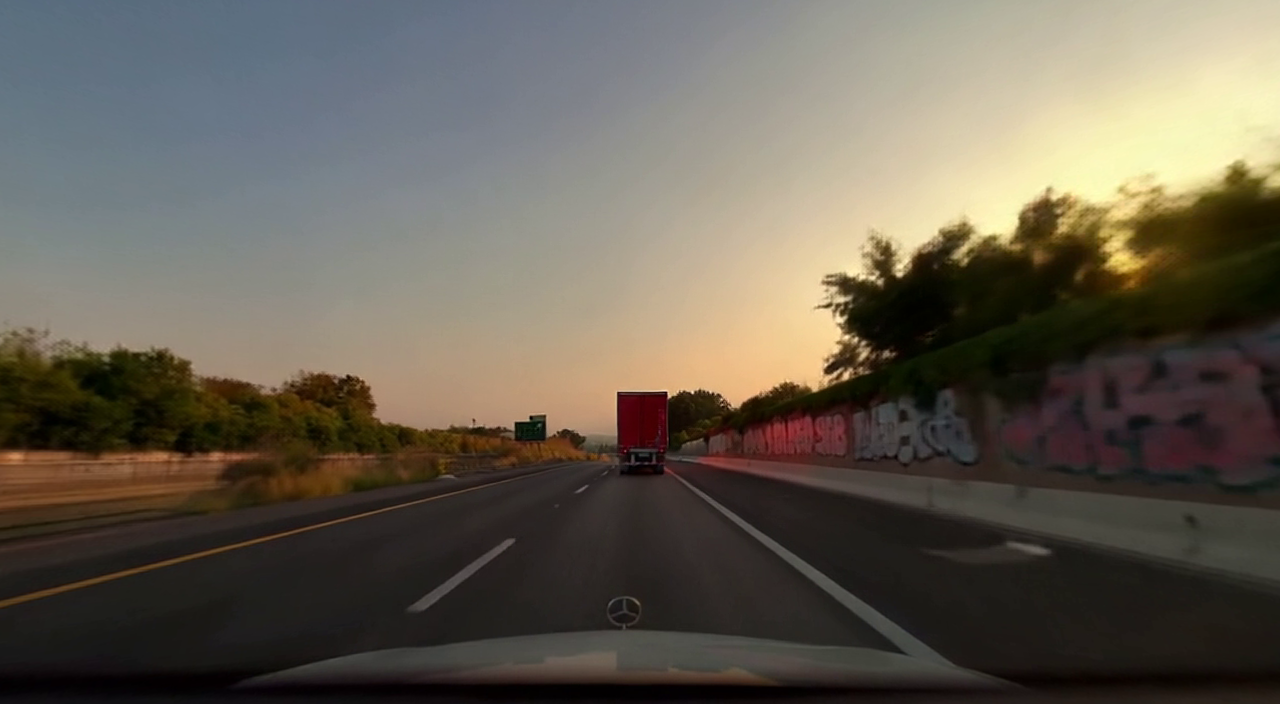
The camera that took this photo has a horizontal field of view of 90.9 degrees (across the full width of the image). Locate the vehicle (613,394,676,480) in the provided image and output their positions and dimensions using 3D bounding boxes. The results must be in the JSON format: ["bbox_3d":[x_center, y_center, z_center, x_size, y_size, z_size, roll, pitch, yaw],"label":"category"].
[{"bbox_3d":[0.117,4.756,34.524,2.900,3.955,10.151,0,-9,-1],"label":"vehicle"}]
